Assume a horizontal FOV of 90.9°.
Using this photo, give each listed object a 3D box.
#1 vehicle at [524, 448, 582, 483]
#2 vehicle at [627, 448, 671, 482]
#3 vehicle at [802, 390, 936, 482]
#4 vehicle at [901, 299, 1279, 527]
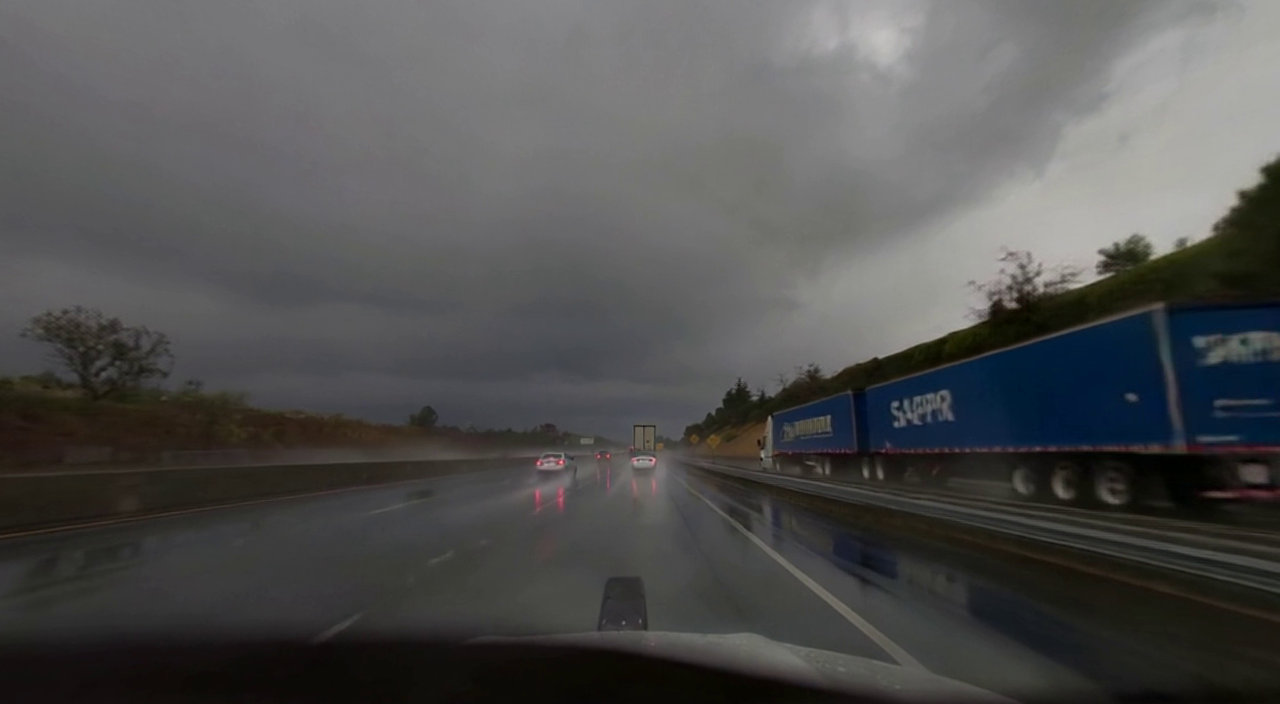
[{"bbox_3d":[-3.997,5.296,29.599,2.018,1.504,4.431,0,-9,1],"label":"vehicle"},{"bbox_3d":[0.386,5.345,29.942,1.991,1.507,3.391,0,-9,-1],"label":"vehicle"},{"bbox_3d":[11.629,4.553,33.443,3.020,4.143,9.468,1,-9,-3],"label":"vehicle"},{"bbox_3d":[11.721,2.125,18.174,2.926,4.094,13.856,0,-9,2],"label":"vehicle"}]
